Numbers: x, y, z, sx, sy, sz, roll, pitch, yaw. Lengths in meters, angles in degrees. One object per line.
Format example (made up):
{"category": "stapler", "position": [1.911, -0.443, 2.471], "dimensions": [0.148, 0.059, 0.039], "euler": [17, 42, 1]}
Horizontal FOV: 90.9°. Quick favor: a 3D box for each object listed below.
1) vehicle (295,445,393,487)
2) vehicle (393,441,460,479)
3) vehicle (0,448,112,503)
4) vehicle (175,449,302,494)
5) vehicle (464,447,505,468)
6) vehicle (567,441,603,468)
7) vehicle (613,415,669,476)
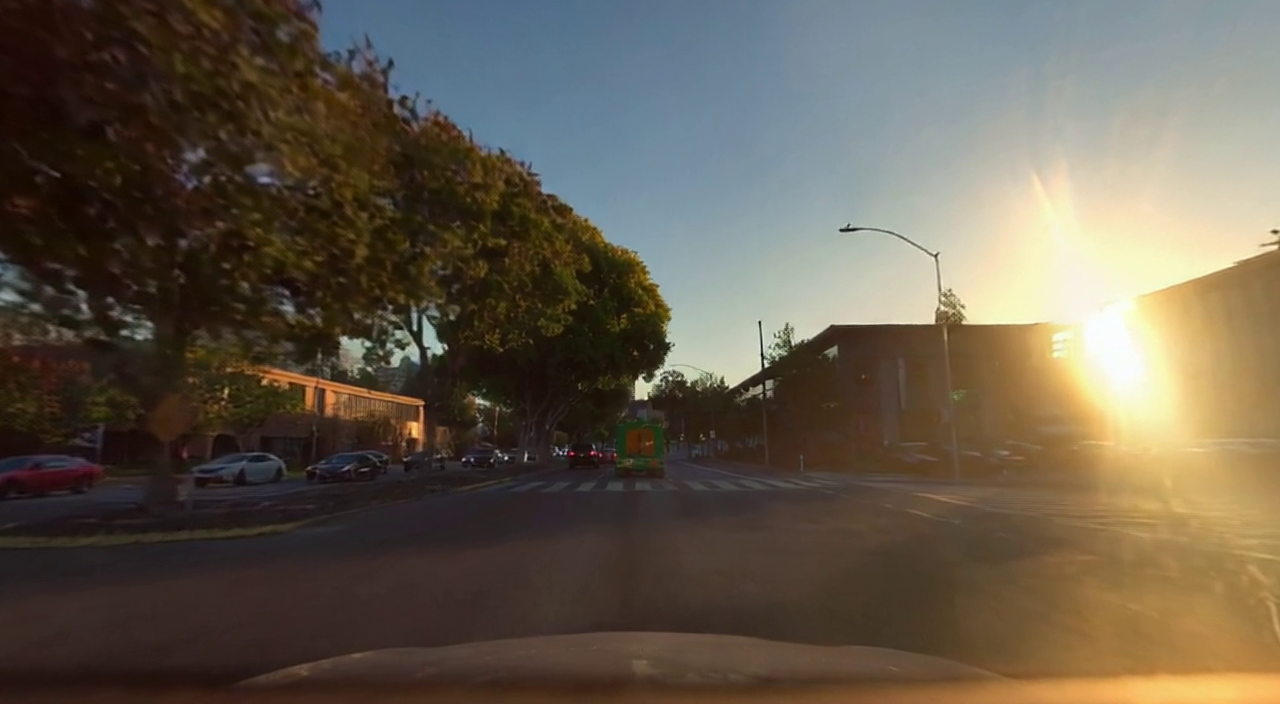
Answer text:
{"category": "vehicle", "position": [-12.937, 4.965, 27.938], "dimensions": [1.960, 1.627, 4.784], "euler": [0, -8, 1]}
{"category": "vehicle", "position": [-12.433, 6.265, 37.046], "dimensions": [2.068, 1.747, 5.040], "euler": [-4, -6, 1]}
{"category": "vehicle", "position": [-22.408, 4.400, 22.823], "dimensions": [2.017, 1.785, 5.092], "euler": [0, -8, 2]}
{"category": "vehicle", "position": [-16.293, 4.850, 25.973], "dimensions": [2.022, 1.442, 4.853], "euler": [-4, -8, 1]}
{"category": "vehicle", "position": [-11.945, 8.108, 48.629], "dimensions": [1.935, 1.467, 4.451], "euler": [0, -8, 2]}
{"category": "vehicle", "position": [-3.927, 7.414, 45.751], "dimensions": [2.184, 1.830, 4.890], "euler": [0, -8, 0]}
{"category": "vehicle", "position": [-0.117, 5.503, 37.463], "dimensions": [2.843, 3.120, 10.422], "euler": [0, -8, -2]}
